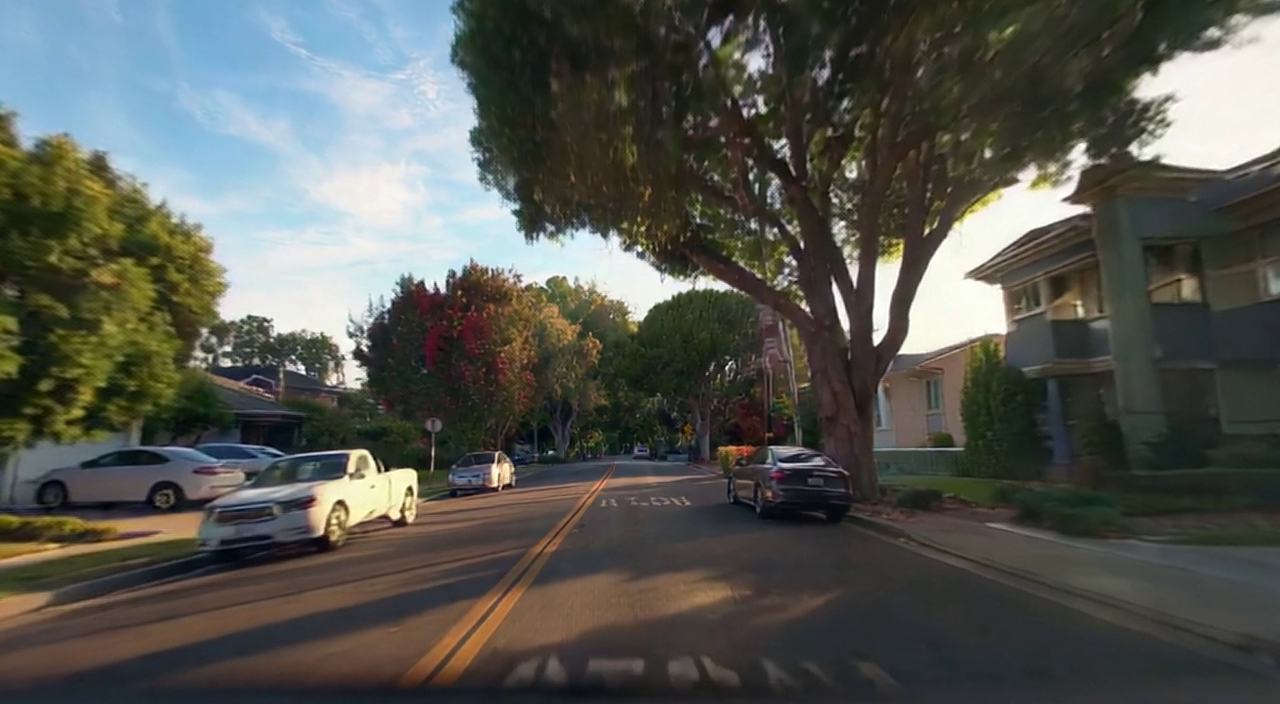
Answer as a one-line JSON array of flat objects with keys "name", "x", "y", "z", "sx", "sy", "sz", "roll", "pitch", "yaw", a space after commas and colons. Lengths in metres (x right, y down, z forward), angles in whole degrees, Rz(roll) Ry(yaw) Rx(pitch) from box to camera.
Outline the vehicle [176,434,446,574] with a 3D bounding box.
[{"name": "vehicle", "x": -5.476, "y": 2.509, "z": 11.591, "sx": 2.155, "sy": 1.907, "sz": 5.100, "roll": -2, "pitch": -8, "yaw": 1}]

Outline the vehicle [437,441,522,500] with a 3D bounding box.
[{"name": "vehicle", "x": -5.894, "y": 4.367, "z": 23.771, "sx": 2.027, "sy": 1.803, "sz": 4.306, "roll": -5, "pitch": -8, "yaw": 0}]

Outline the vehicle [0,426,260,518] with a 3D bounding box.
[{"name": "vehicle", "x": -12.796, "y": 2.938, "z": 15.692, "sx": 5.234, "sy": 2.076, "sz": 2.197, "roll": -1, "pitch": -9, "yaw": 2}]

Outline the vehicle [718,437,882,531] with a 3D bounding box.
[{"name": "vehicle", "x": 2.938, "y": 2.524, "z": 12.738, "sx": 2.047, "sy": 1.532, "sz": 4.350, "roll": 0, "pitch": -9, "yaw": -2}]
